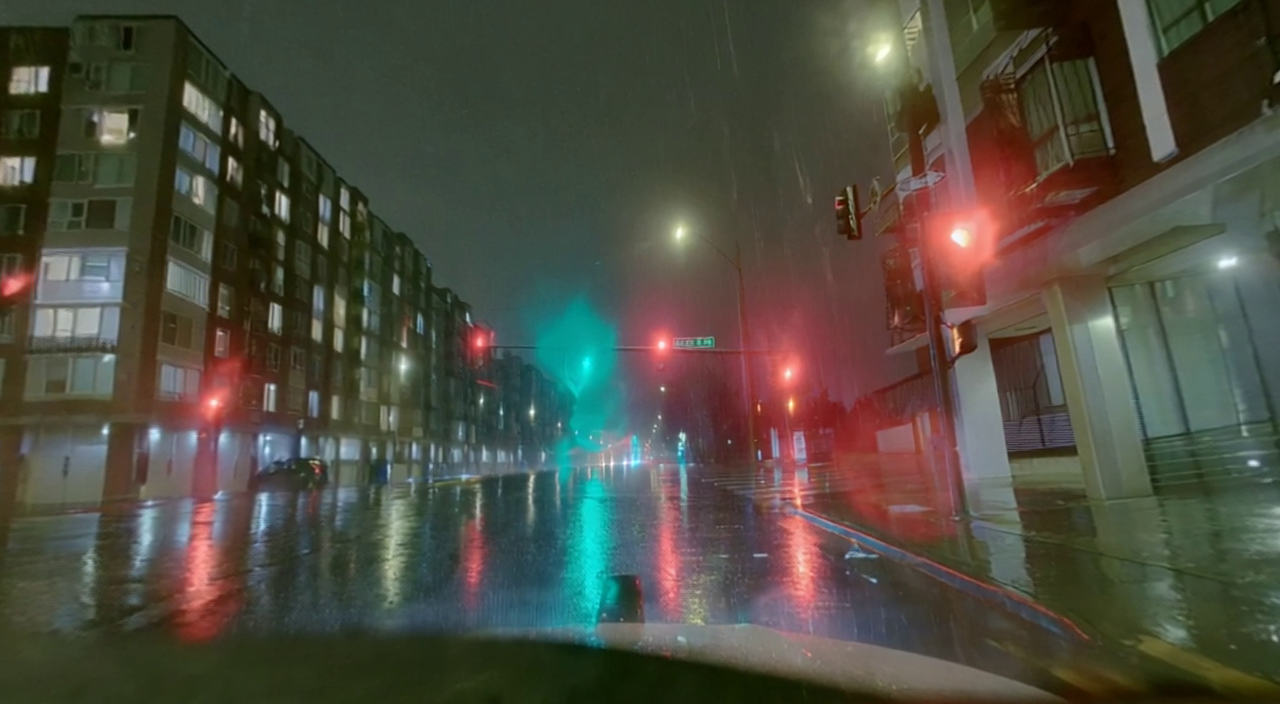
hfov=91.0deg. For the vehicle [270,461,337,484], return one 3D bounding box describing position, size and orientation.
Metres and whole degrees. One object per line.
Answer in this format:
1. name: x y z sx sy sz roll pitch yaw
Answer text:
1. vehicle: -24.660 8.830 46.271 3.882 1.600 1.768 0 -9 1
